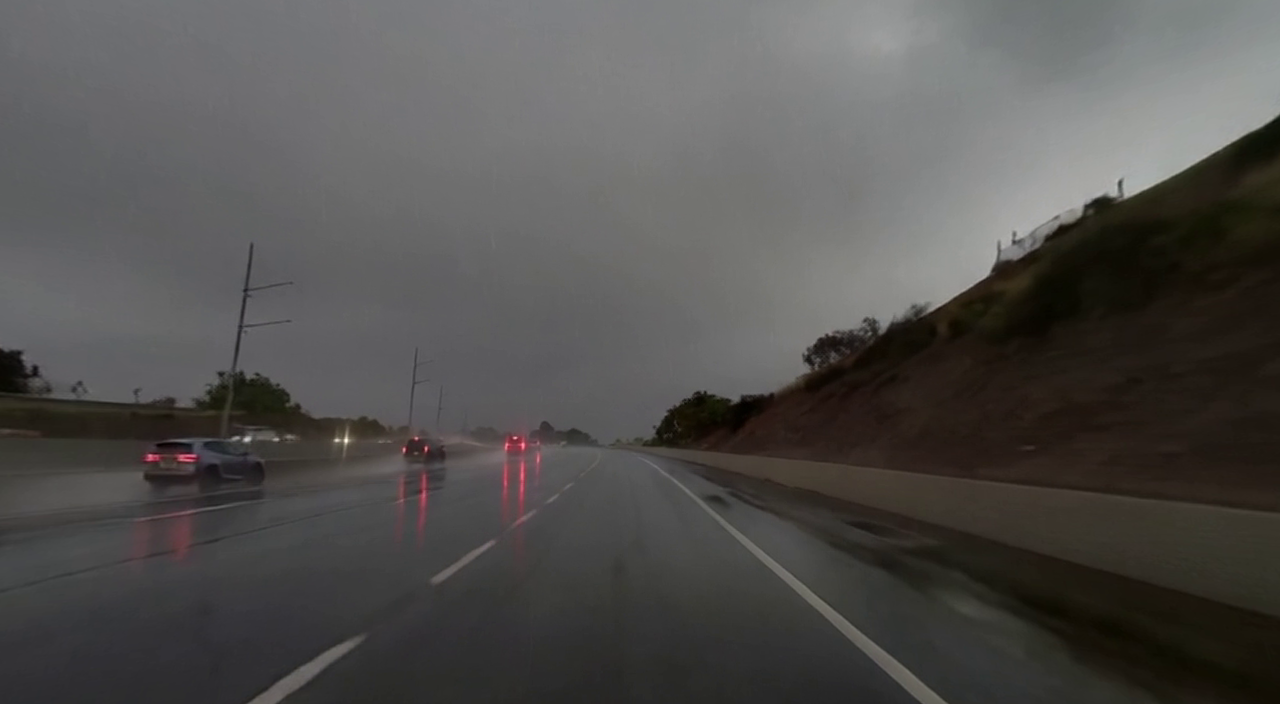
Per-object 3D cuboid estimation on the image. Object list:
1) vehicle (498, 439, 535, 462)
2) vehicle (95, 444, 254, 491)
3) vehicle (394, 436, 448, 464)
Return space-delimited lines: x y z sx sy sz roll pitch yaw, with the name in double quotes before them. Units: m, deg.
"vehicle" -9.563 7.636 49.138 2.104 1.715 4.319 0 -8 -2
"vehicle" -15.531 3.842 21.472 1.955 1.429 4.575 0 -8 -1
"vehicle" -16.107 7.216 46.757 2.240 1.953 5.452 0 -8 -2
